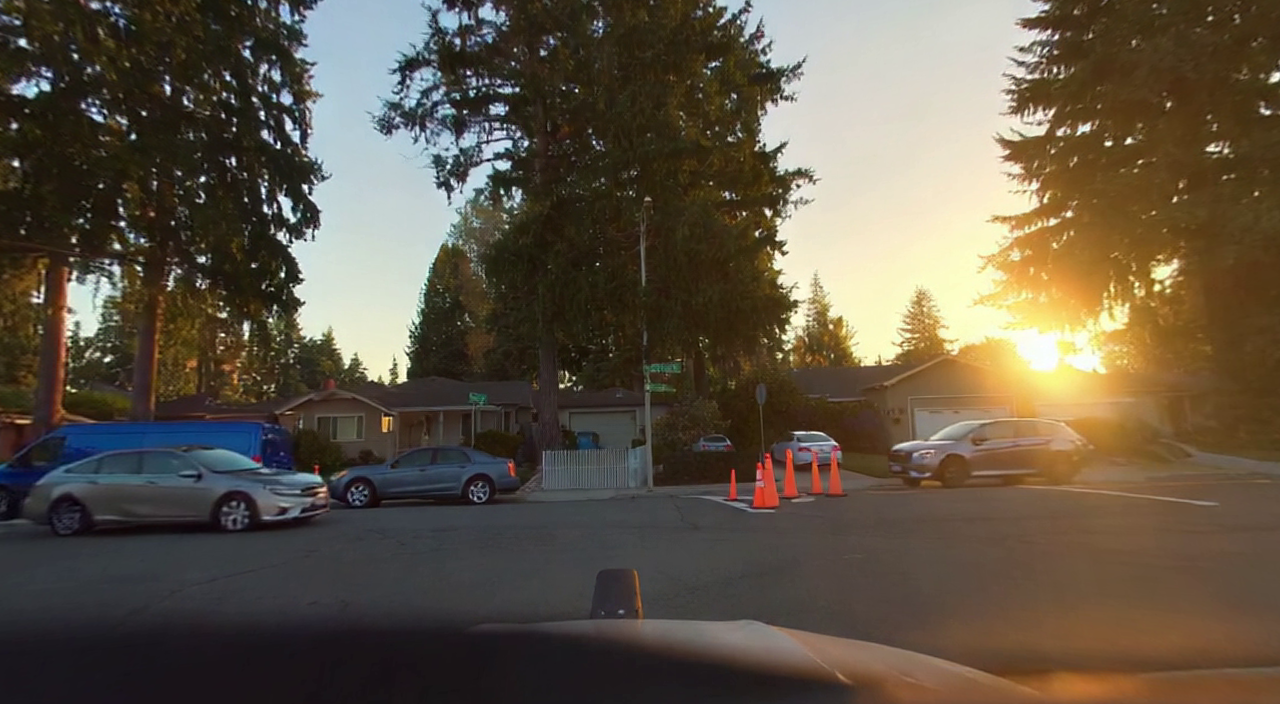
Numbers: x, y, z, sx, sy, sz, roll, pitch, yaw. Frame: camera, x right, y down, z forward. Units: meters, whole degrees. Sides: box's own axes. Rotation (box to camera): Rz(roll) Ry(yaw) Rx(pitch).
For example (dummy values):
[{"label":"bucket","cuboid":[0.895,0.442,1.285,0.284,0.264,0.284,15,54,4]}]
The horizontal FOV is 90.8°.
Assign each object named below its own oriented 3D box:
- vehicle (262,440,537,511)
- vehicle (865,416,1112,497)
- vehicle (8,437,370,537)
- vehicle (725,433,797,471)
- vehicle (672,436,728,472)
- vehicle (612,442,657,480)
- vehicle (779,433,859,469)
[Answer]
[{"label":"vehicle","cuboid":[-6.398,3.406,17.853,6.643,1.777,2.925,1,-9,-5]},{"label":"vehicle","cuboid":[8.620,2.610,15.955,5.047,1.851,2.103,1,-9,-5]},{"label":"vehicle","cuboid":[-7.565,2.286,11.058,4.684,1.556,2.087,0,-8,-1]},{"label":"vehicle","cuboid":[5.337,4.483,28.485,2.007,1.555,4.204,1,-9,-7]},{"label":"vehicle","cuboid":[2.598,4.564,28.387,1.745,1.461,4.074,1,-9,-5]},{"label":"vehicle","cuboid":[-0.304,4.775,27.928,1.648,1.430,3.654,4,-9,-4]},{"label":"vehicle","cuboid":[8.060,4.517,28.922,1.893,1.529,4.422,1,-9,-7]}]
